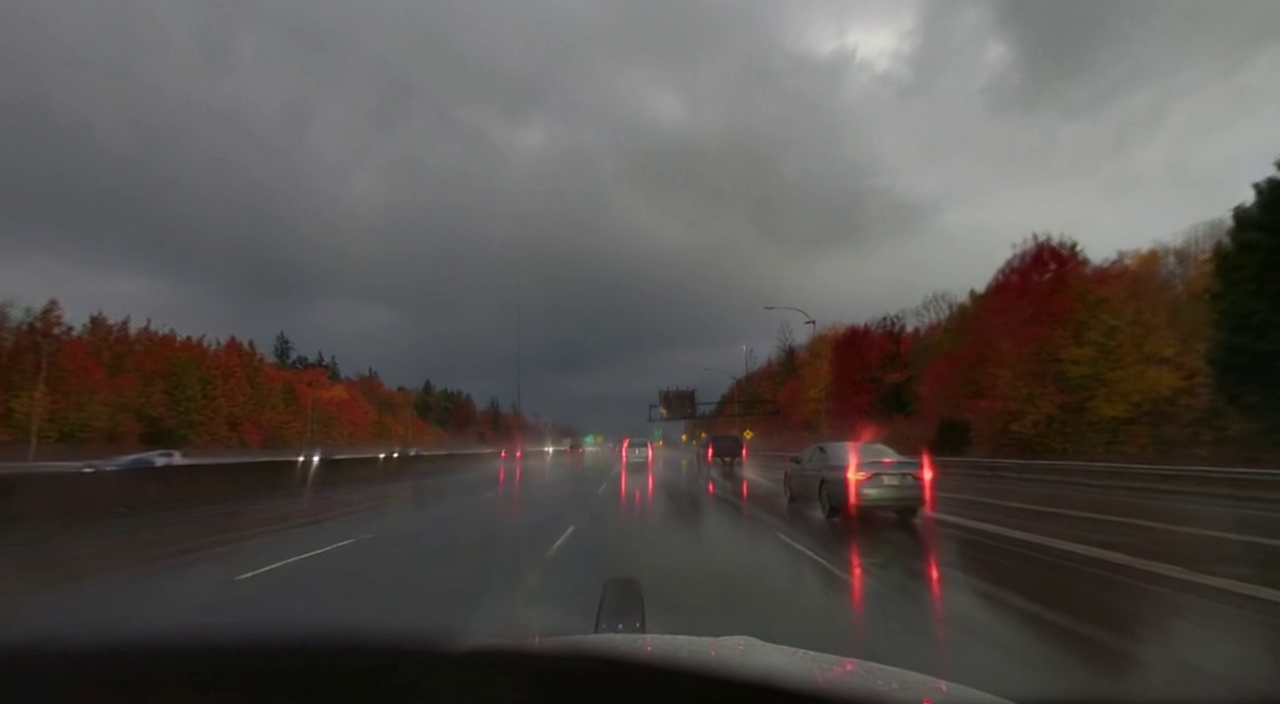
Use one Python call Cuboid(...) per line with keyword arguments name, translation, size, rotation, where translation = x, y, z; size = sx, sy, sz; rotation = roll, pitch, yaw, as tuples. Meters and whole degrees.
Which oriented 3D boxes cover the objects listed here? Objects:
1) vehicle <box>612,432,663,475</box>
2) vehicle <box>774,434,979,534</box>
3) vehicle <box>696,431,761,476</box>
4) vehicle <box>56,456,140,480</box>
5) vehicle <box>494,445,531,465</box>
Cuboid(name="vehicle", translation=(-0.095, 5.068, 31.565), size=(2.372, 1.957, 5.121), rotation=(0, -9, 0))
Cuboid(name="vehicle", translation=(4.156, 2.393, 12.114), size=(2.057, 1.508, 4.767), rotation=(0, -9, 0))
Cuboid(name="vehicle", translation=(4.268, 5.018, 31.413), size=(2.388, 1.998, 5.749), rotation=(0, -9, 0))
Cuboid(name="vehicle", translation=(-39.099, 8.347, 45.583), size=(2.022, 1.549, 4.601), rotation=(0, -9, 0))
Cuboid(name="vehicle", translation=(-9.960, 8.077, 49.475), size=(1.989, 1.529, 4.433), rotation=(0, -9, 1))
